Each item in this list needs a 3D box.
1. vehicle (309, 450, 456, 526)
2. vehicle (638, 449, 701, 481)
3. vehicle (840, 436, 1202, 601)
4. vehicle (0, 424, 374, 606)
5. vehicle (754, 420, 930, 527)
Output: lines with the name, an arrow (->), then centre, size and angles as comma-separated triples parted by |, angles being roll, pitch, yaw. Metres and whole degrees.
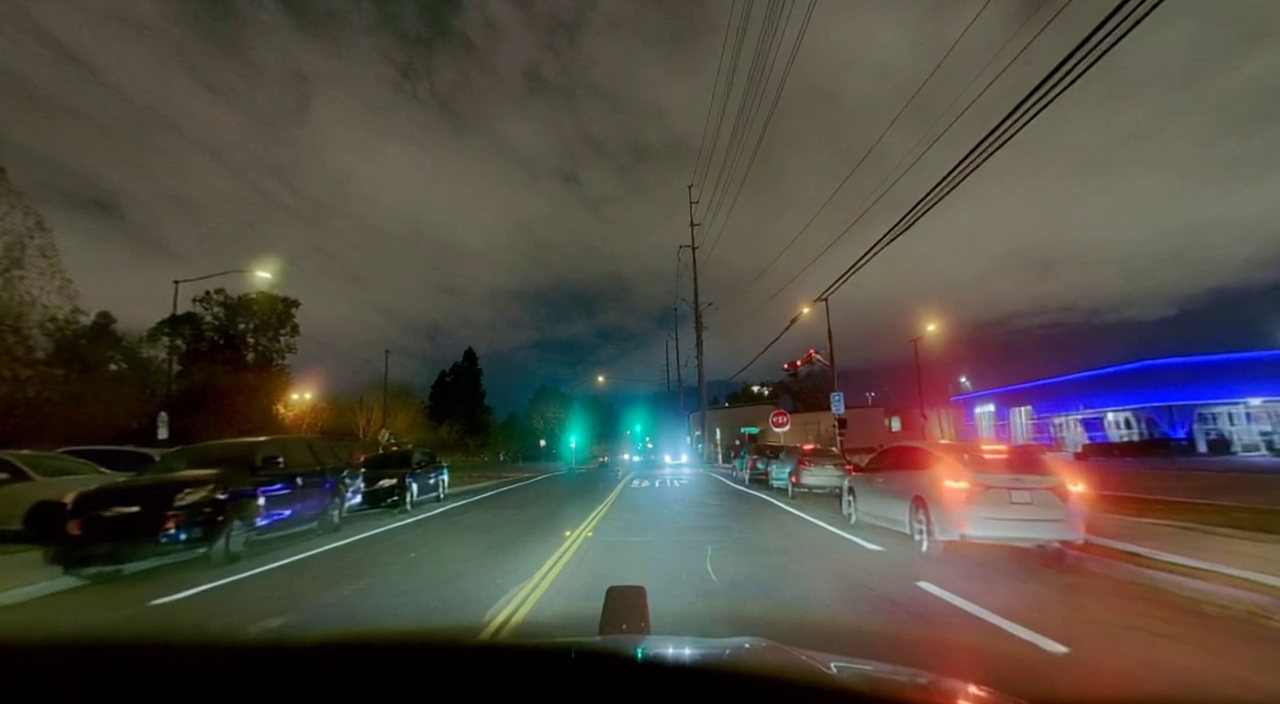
vehicle -> -5.709, 3.011, 14.509 | 1.820, 1.482, 3.737 | 0, -8, -1
vehicle -> 1.588, 5.685, 32.147 | 2.033, 1.464, 4.645 | -3, -9, 18
vehicle -> 4.135, 1.825, 7.964 | 1.840, 1.452, 4.517 | 0, -8, 2
vehicle -> -5.885, 1.995, 8.869 | 2.146, 1.775, 5.117 | 0, -8, -2
vehicle -> 4.069, 2.505, 13.756 | 2.178, 1.856, 4.756 | 2, -7, -1
